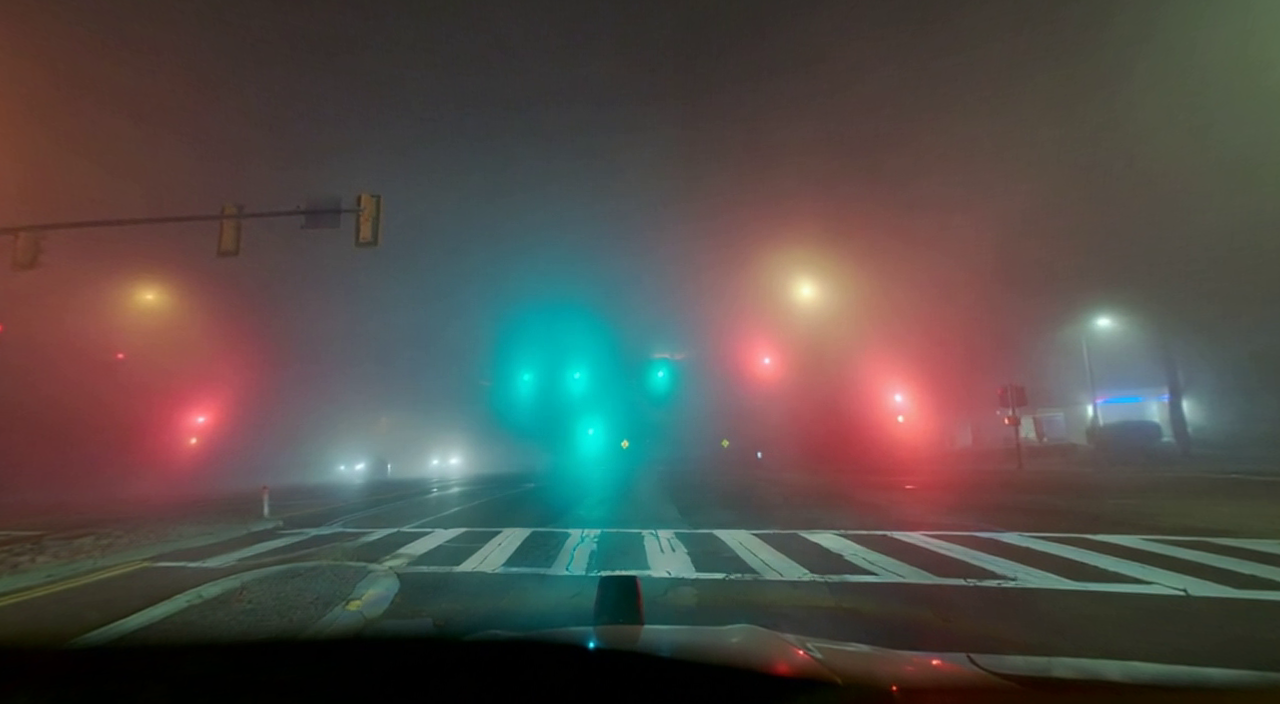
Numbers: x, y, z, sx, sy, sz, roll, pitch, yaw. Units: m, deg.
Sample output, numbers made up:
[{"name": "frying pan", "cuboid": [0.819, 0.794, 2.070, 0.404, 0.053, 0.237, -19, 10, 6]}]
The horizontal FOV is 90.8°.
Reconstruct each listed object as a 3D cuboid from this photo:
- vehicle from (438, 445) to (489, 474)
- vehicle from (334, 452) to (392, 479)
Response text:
[{"name": "vehicle", "cuboid": [-12.194, 7.427, 43.926, 2.151, 1.847, 4.634, 0, -9, 1]}, {"name": "vehicle", "cuboid": [-18.867, 7.739, 43.214, 1.933, 1.664, 4.255, 0, -9, 1]}]
